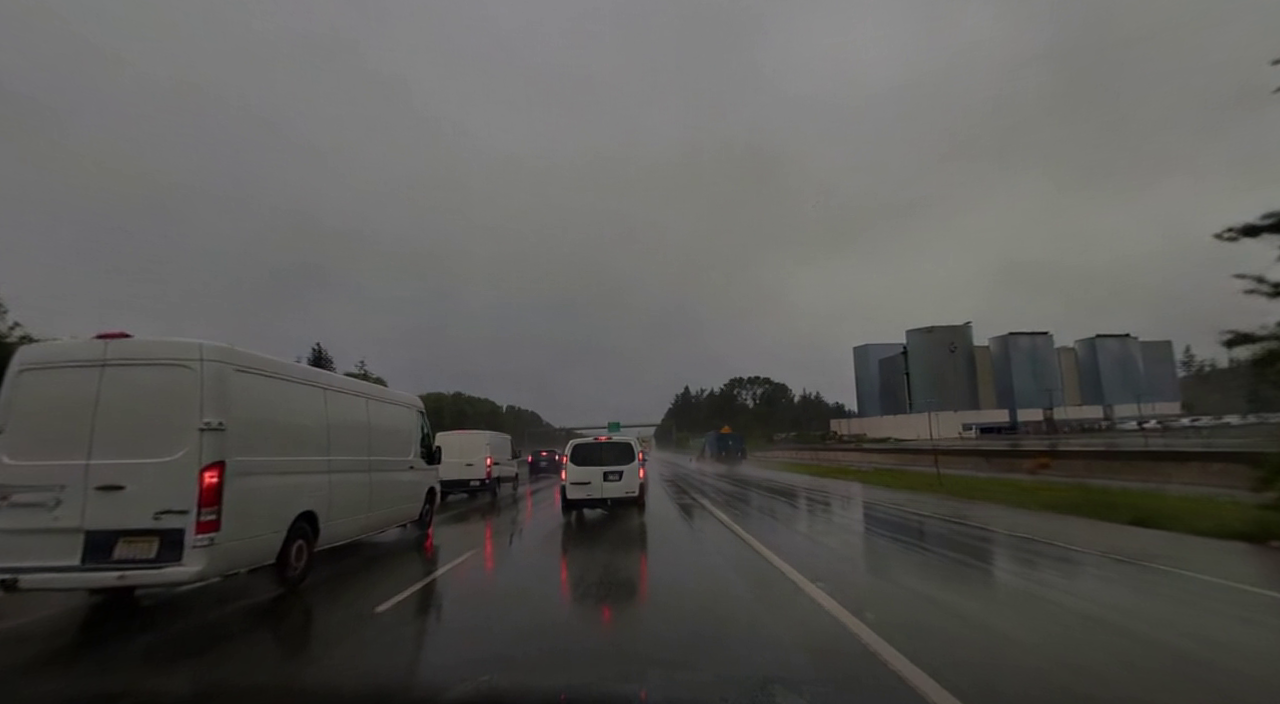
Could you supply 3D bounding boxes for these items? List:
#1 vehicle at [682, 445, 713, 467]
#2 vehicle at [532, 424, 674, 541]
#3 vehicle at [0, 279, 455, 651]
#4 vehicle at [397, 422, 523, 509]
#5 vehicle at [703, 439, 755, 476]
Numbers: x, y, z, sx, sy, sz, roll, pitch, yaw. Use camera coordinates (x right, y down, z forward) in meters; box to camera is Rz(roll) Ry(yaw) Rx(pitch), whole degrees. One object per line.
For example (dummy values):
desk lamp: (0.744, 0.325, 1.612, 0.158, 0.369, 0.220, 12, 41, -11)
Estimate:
vehicle: (4.226, 7.719, 46.801, 1.874, 1.512, 3.723, 0, -9, -1)
vehicle: (-0.567, 2.215, 11.237, 2.093, 1.695, 3.782, 0, -9, -1)
vehicle: (-4.493, 1.279, 7.890, 2.248, 2.626, 6.837, 0, -9, 0)
vehicle: (-4.569, 2.966, 16.824, 2.043, 1.987, 4.486, 0, -9, 0)
vehicle: (4.398, 5.296, 31.778, 2.003, 1.754, 4.134, 0, -9, -1)
